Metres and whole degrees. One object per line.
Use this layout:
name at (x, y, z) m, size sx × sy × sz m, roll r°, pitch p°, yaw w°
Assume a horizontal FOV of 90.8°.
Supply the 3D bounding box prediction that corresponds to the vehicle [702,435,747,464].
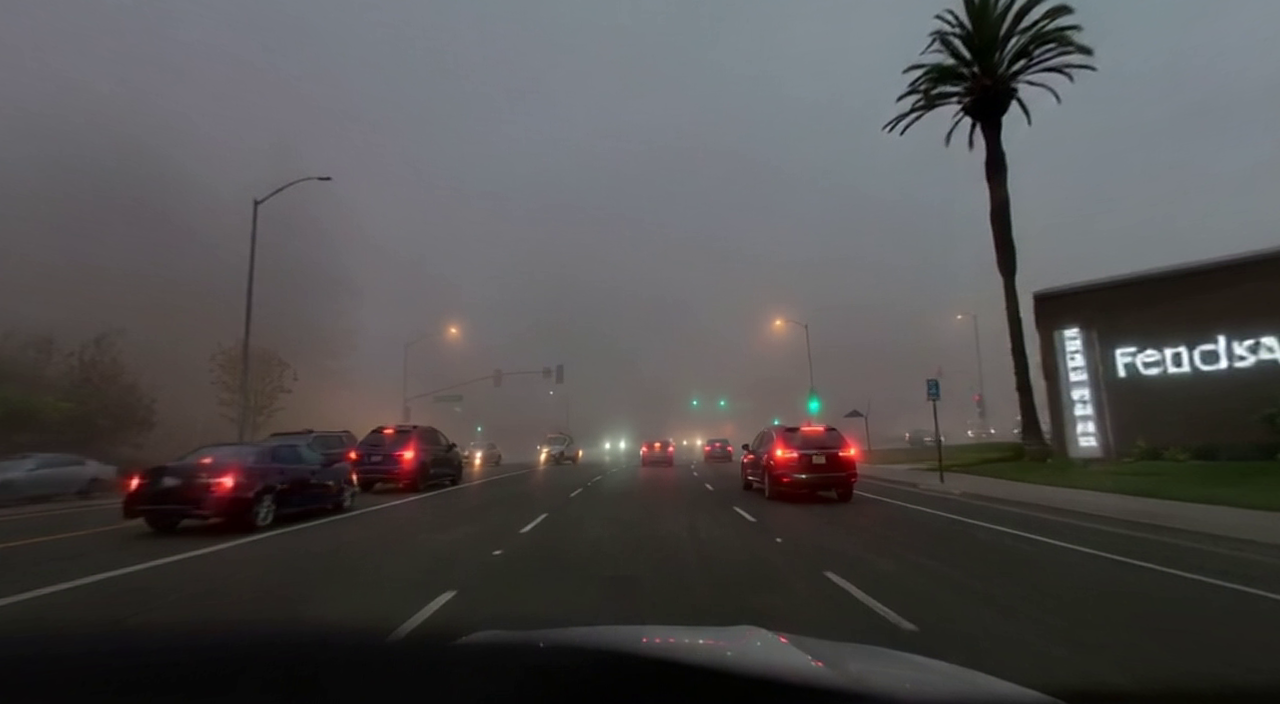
vehicle at (4.664, 5.473, 35.602) m, size 2.149 × 1.532 × 4.168 m, roll -1°, pitch -8°, yaw 3°

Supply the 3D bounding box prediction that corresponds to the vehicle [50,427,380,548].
vehicle at (-6.353, 2.067, 10.430) m, size 1.935 × 1.483 × 4.973 m, roll 0°, pitch -8°, yaw 1°

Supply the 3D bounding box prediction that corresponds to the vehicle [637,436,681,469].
vehicle at (1.003, 4.989, 31.529) m, size 2.057 × 1.492 × 3.825 m, roll -1°, pitch -8°, yaw 4°

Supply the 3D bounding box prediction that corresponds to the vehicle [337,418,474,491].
vehicle at (-6.767, 3.039, 18.920) m, size 2.127 × 1.888 × 4.637 m, roll -1°, pitch -8°, yaw 2°

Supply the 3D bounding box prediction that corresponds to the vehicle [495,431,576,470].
vehicle at (-5.020, 4.840, 31.174) m, size 2.088 × 1.746 × 4.650 m, roll -3°, pitch -9°, yaw 17°

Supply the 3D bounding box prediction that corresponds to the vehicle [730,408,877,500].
vehicle at (3.820, 2.536, 15.968) m, size 2.267 × 1.931 × 5.145 m, roll 0°, pitch -8°, yaw -1°
